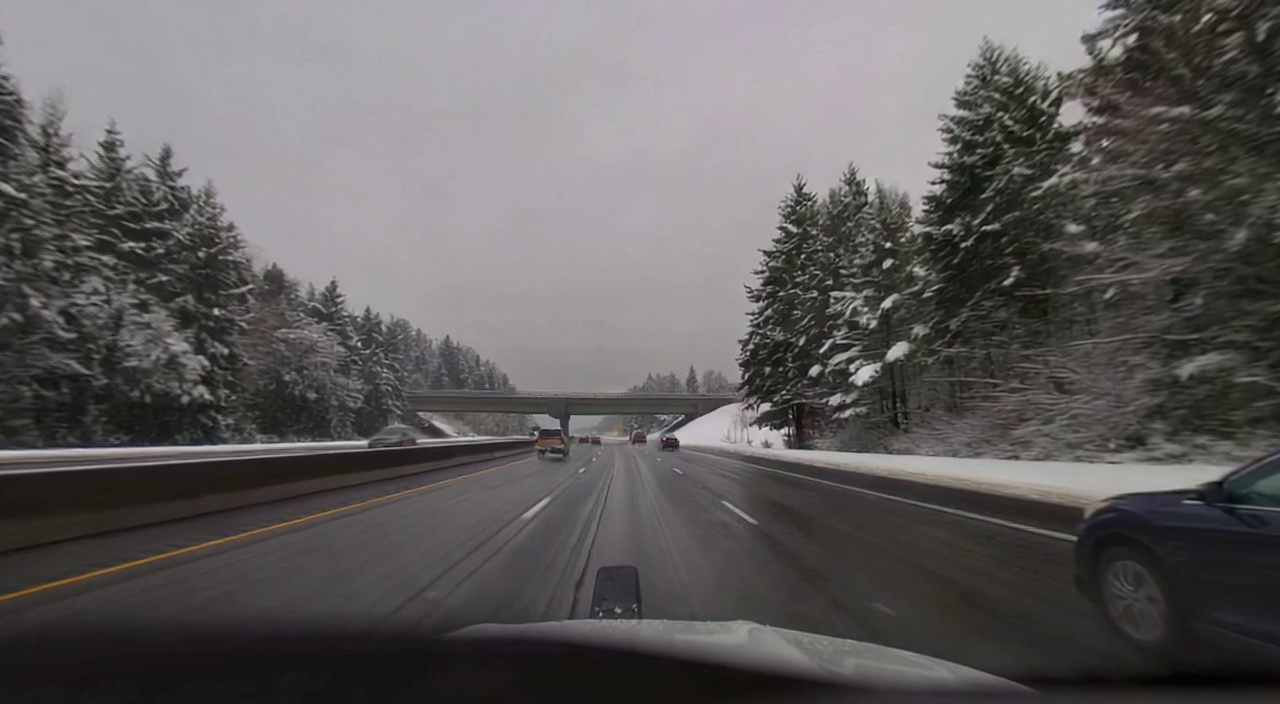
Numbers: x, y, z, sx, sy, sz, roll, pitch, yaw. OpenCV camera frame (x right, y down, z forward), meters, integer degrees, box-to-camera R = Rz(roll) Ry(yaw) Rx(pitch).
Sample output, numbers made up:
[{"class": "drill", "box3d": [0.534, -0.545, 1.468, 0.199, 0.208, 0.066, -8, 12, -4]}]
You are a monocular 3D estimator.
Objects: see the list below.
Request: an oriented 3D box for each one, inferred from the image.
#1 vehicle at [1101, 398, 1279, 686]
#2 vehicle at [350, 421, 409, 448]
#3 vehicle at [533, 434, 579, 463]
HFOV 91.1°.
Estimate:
[{"class": "vehicle", "box3d": [4.448, 0.941, 2.746, 1.956, 1.546, 3.763, 0, -8, -1]}, {"class": "vehicle", "box3d": [-14.281, 4.544, 34.677, 1.719, 1.416, 3.751, 0, -8, -2]}, {"class": "vehicle", "box3d": [-4.369, 5.071, 33.229, 1.966, 1.460, 3.519, 0, -8, -1]}]
